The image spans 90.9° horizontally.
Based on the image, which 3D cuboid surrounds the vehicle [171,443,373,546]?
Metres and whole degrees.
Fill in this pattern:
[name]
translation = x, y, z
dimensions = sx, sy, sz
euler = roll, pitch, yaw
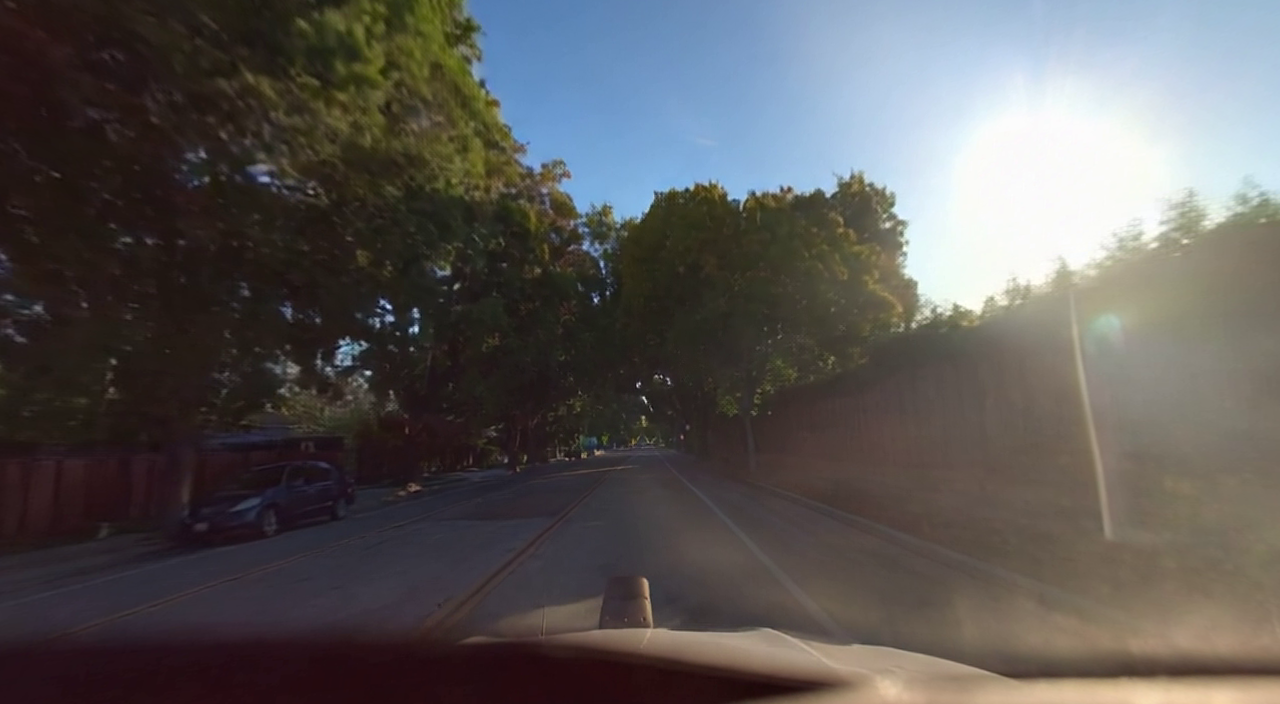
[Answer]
[vehicle]
translation = -7.721, 2.958, 13.797
dimensions = 1.945, 1.760, 4.021
euler = -3, -8, 2
